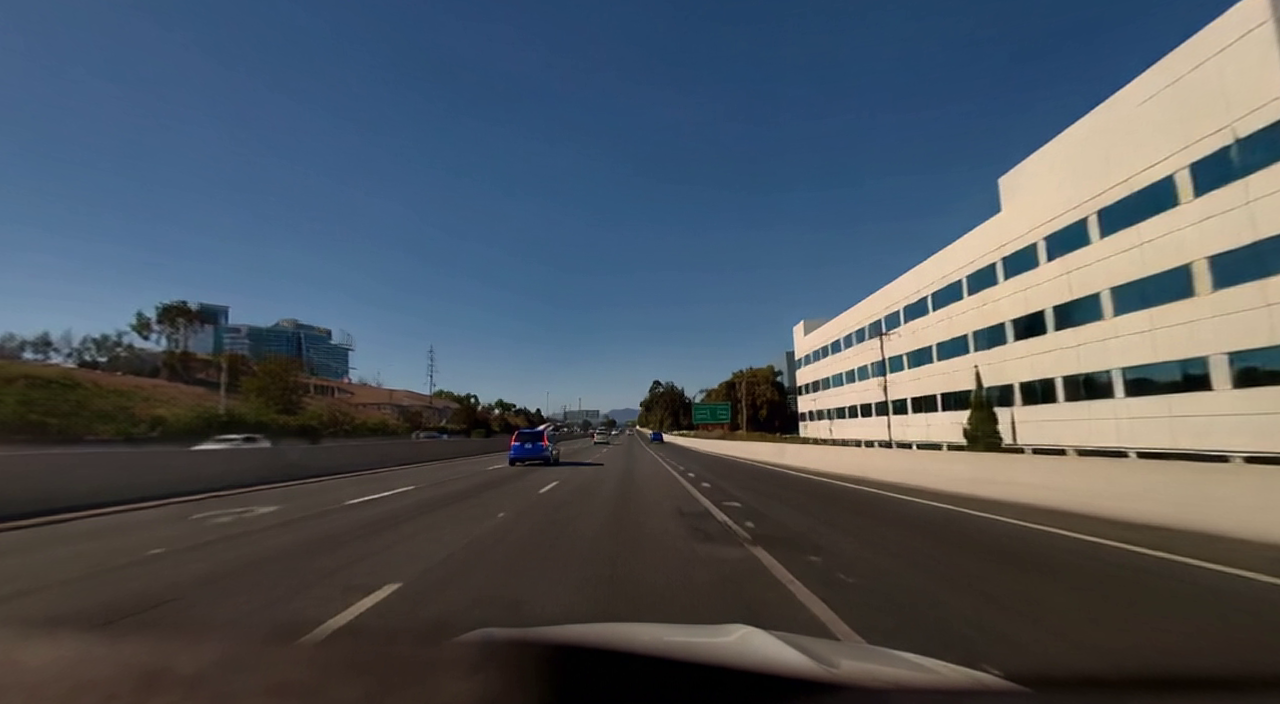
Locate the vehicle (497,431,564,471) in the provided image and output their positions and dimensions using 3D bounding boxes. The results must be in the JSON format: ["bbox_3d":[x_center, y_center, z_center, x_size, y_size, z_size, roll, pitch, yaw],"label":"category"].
[{"bbox_3d":[-4.416,4.063,26.049,1.996,1.490,4.571,0,-8,0],"label":"vehicle"}]
